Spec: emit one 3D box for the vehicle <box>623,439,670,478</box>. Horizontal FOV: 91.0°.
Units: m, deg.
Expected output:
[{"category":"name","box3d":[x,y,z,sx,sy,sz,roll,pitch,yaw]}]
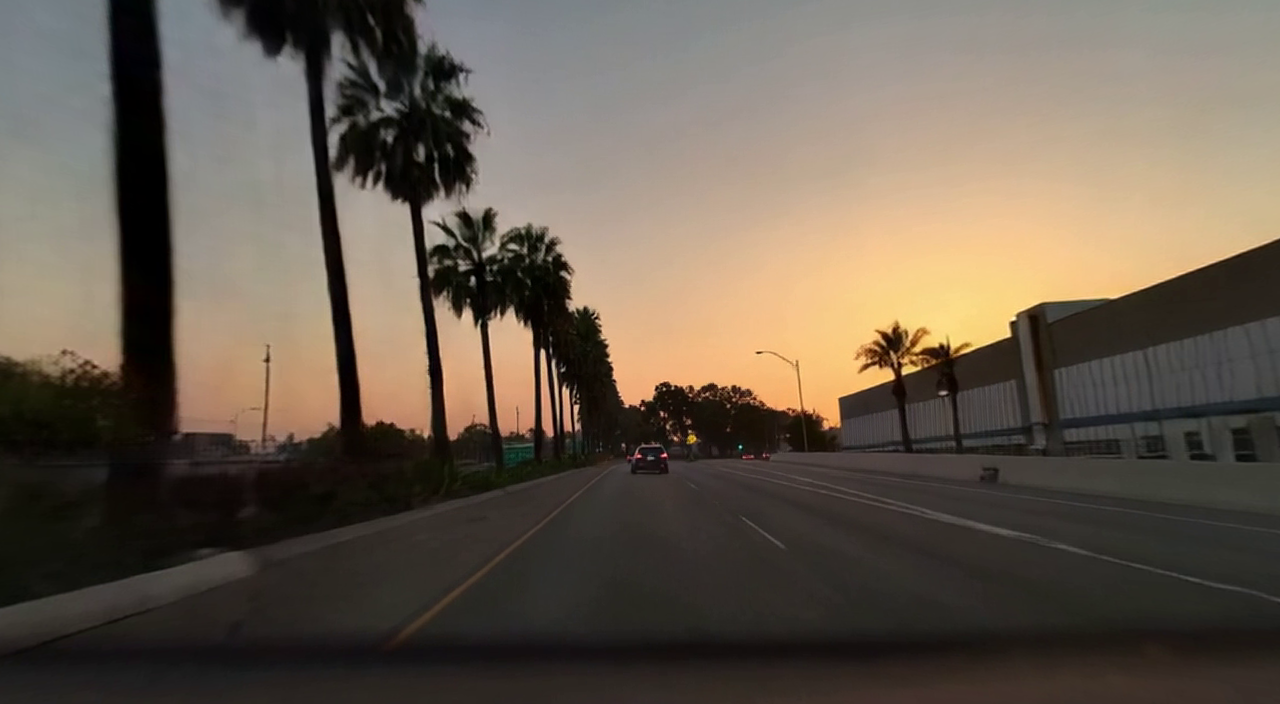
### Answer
[{"category":"vehicle","box3d":[0.250,5.124,30.404,2.089,1.718,4.193,0,-9,-1]}]
